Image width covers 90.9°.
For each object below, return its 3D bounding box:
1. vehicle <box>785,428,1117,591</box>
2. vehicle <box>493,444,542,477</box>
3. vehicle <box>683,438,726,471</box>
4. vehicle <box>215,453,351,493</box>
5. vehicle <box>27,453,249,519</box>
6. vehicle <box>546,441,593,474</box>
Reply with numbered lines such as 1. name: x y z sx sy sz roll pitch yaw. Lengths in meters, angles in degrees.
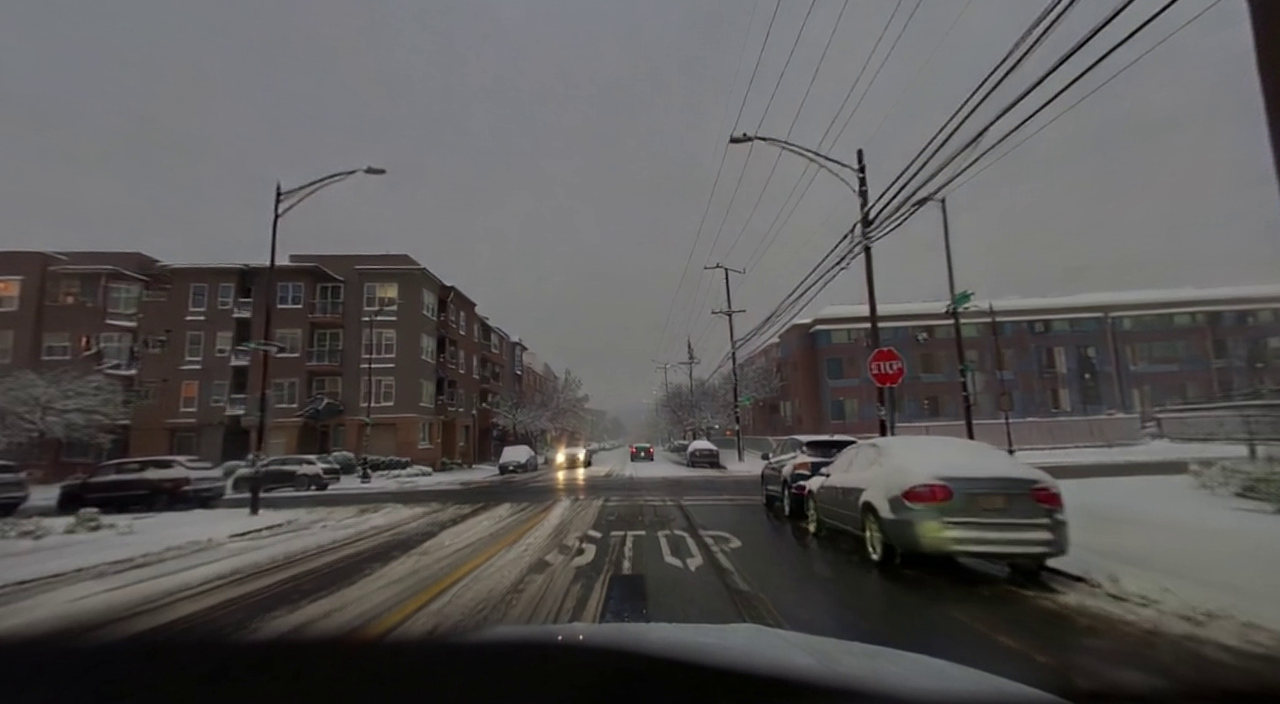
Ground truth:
1. vehicle: 3.474 1.841 8.285 1.888 1.495 4.567 0 -9 -2
2. vehicle: -7.531 6.692 39.147 2.140 1.874 4.475 -1 -9 0
3. vehicle: 3.868 6.275 38.695 2.164 1.721 4.416 -4 -9 1
4. vehicle: -17.144 5.817 30.462 5.354 1.773 1.991 -1 -9 0
5. vehicle: -16.429 4.383 20.889 5.392 1.808 2.324 -3 -9 1
6. vehicle: -4.169 6.359 38.117 2.201 1.801 4.750 -1 -9 2
